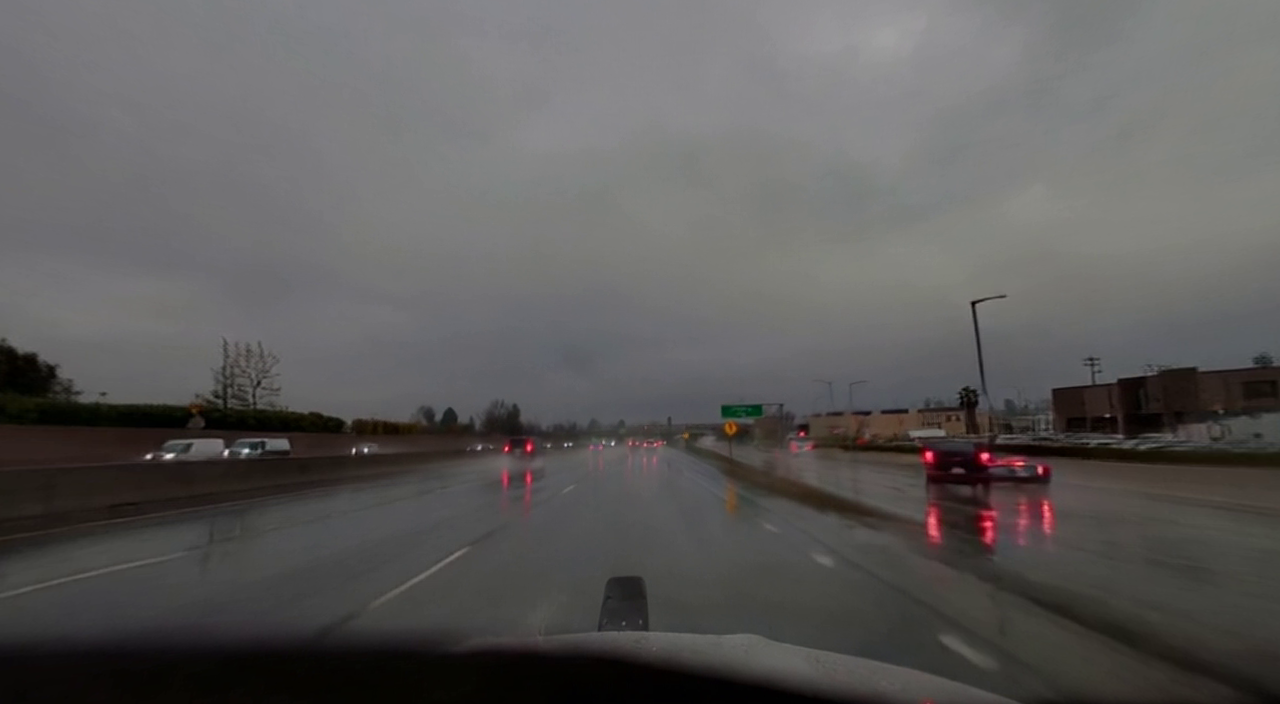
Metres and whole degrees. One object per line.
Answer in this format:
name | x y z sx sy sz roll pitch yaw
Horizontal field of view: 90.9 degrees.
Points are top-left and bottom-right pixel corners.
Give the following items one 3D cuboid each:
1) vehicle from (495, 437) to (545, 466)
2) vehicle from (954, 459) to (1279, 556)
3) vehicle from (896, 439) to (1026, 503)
vehicle | -7.153 5.982 38.111 2.088 1.678 4.426 0 -8 1
vehicle | 19.259 5.933 26.513 3.122 2.437 15.553 1 -8 -5
vehicle | 18.236 6.726 36.587 3.007 3.318 7.486 1 -8 -5
